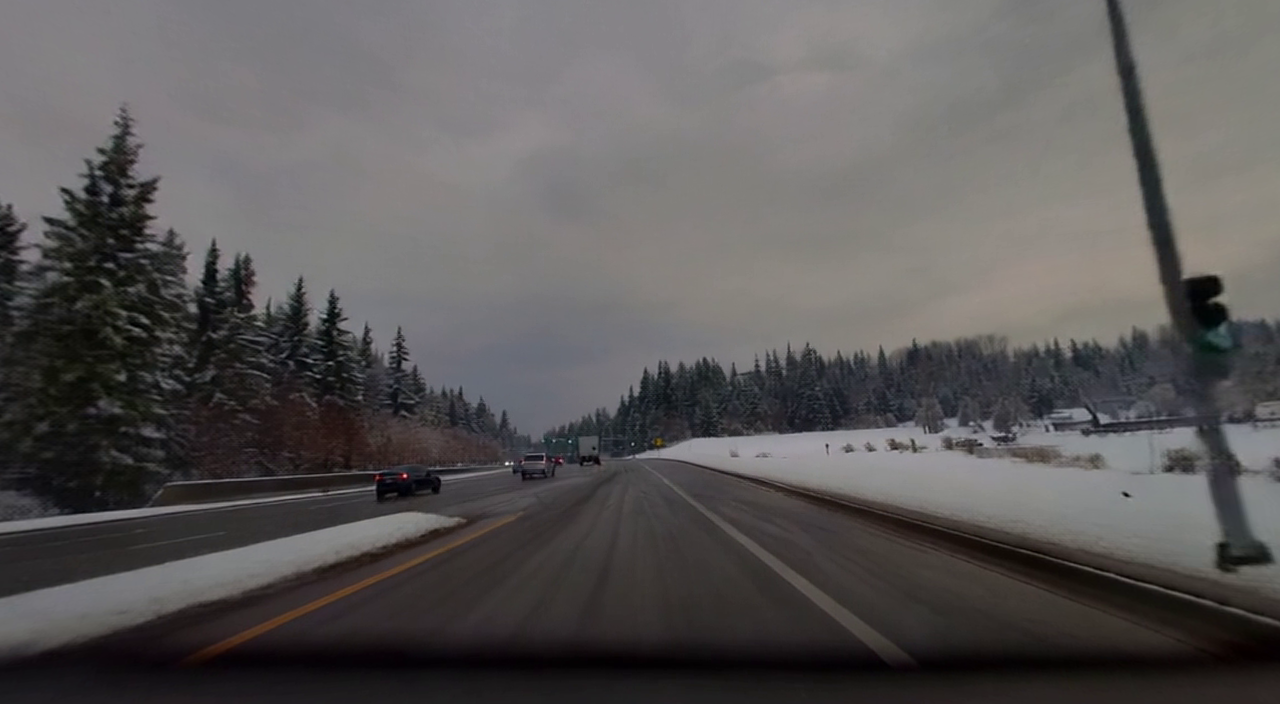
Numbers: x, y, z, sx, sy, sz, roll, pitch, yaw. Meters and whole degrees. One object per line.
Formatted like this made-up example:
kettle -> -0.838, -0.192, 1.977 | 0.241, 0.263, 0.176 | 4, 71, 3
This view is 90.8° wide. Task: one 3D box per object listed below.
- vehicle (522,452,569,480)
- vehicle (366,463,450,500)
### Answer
vehicle -> -6.123, 7.460, 41.551 | 2.049, 1.699, 4.860 | -1, -9, 4
vehicle -> -11.110, 6.214, 30.692 | 1.886, 1.535, 4.742 | -1, -9, 6
